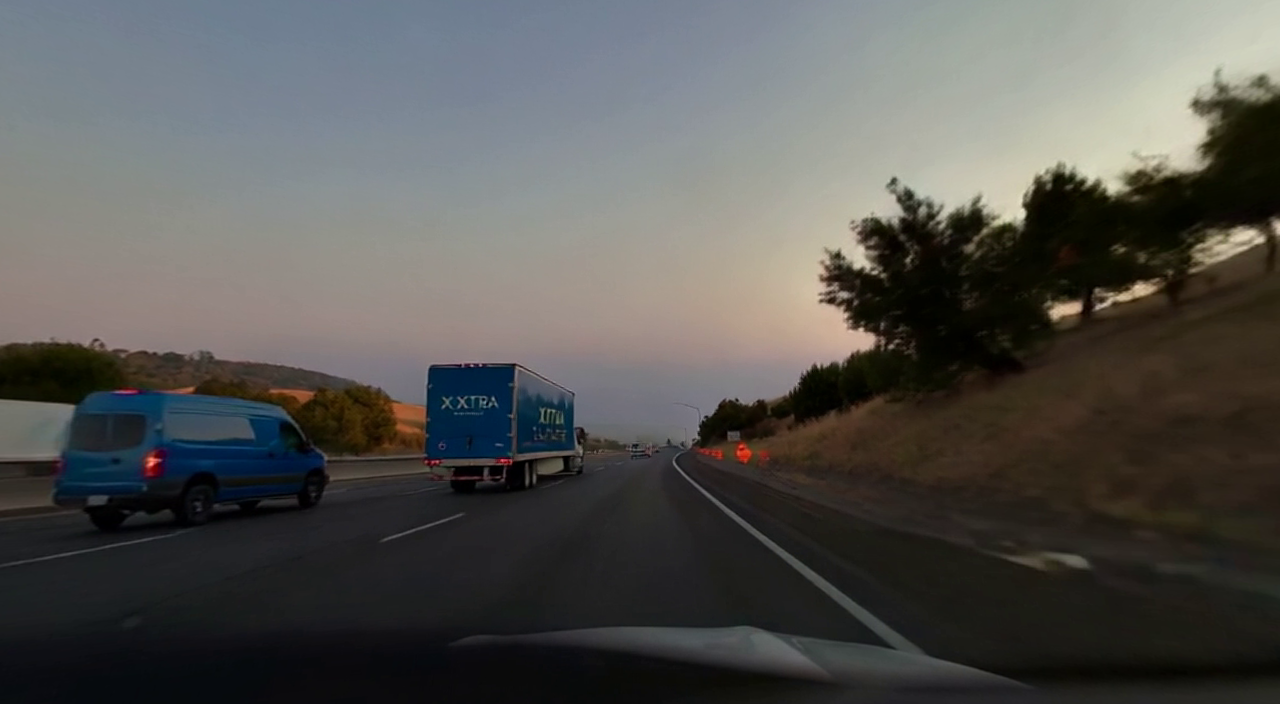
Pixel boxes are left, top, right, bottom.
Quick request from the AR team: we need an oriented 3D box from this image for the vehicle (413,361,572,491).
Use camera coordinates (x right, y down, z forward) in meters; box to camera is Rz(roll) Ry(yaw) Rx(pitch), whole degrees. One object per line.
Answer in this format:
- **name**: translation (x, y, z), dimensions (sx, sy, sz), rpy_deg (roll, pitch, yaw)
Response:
- **vehicle**: translation (-5.104, 2.974, 24.432), dimensions (3.183, 4.011, 9.617), rpy_deg (0, -8, 4)

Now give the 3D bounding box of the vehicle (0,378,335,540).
- **vehicle**: translation (-9.317, 2.166, 13.292), dimensions (2.469, 2.615, 5.874), rpy_deg (0, -8, 3)
